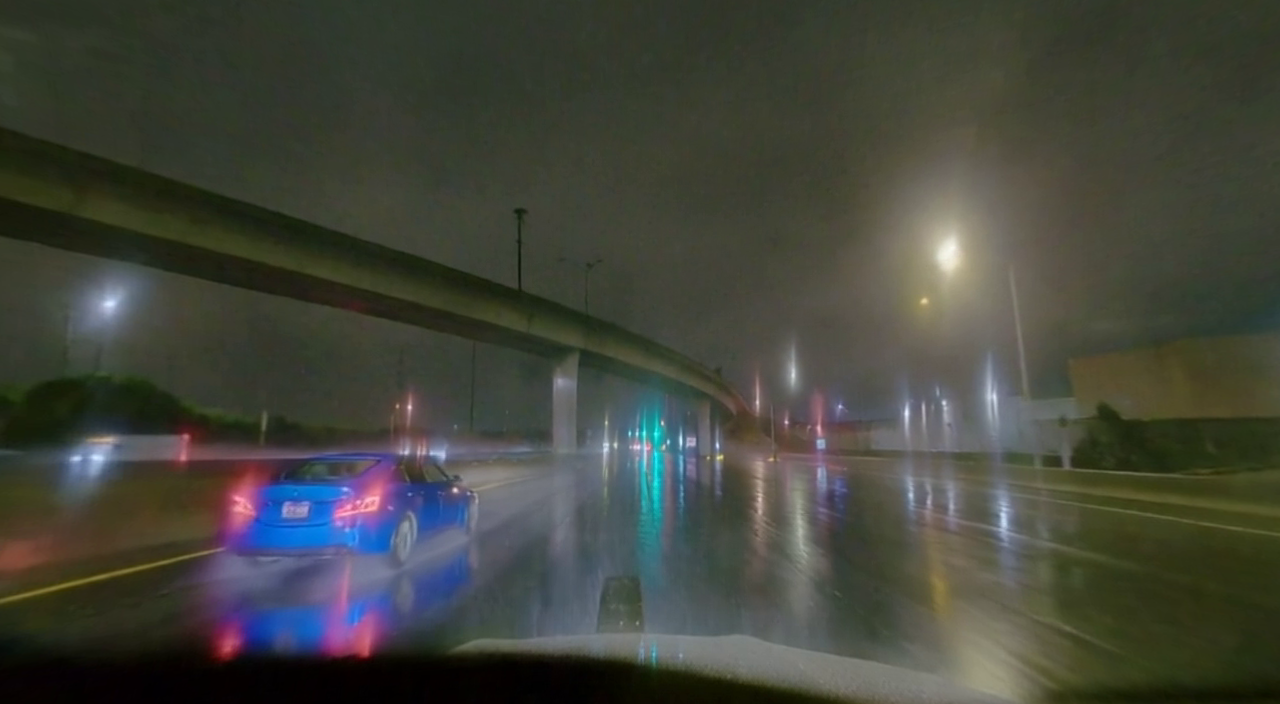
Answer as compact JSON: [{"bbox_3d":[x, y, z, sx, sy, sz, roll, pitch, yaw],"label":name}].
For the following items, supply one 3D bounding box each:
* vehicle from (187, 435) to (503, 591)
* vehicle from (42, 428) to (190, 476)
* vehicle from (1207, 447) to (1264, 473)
[{"bbox_3d":[-3.322,1.880,8.228,2.044,1.478,4.114,0,-9,1],"label":"vehicle"},{"bbox_3d":[-33.648,6.467,40.979,3.061,2.821,7.422,0,-9,1],"label":"vehicle"},{"bbox_3d":[39.487,7.128,41.719,4.125,1.623,2.090,8,-11,-39],"label":"vehicle"}]
